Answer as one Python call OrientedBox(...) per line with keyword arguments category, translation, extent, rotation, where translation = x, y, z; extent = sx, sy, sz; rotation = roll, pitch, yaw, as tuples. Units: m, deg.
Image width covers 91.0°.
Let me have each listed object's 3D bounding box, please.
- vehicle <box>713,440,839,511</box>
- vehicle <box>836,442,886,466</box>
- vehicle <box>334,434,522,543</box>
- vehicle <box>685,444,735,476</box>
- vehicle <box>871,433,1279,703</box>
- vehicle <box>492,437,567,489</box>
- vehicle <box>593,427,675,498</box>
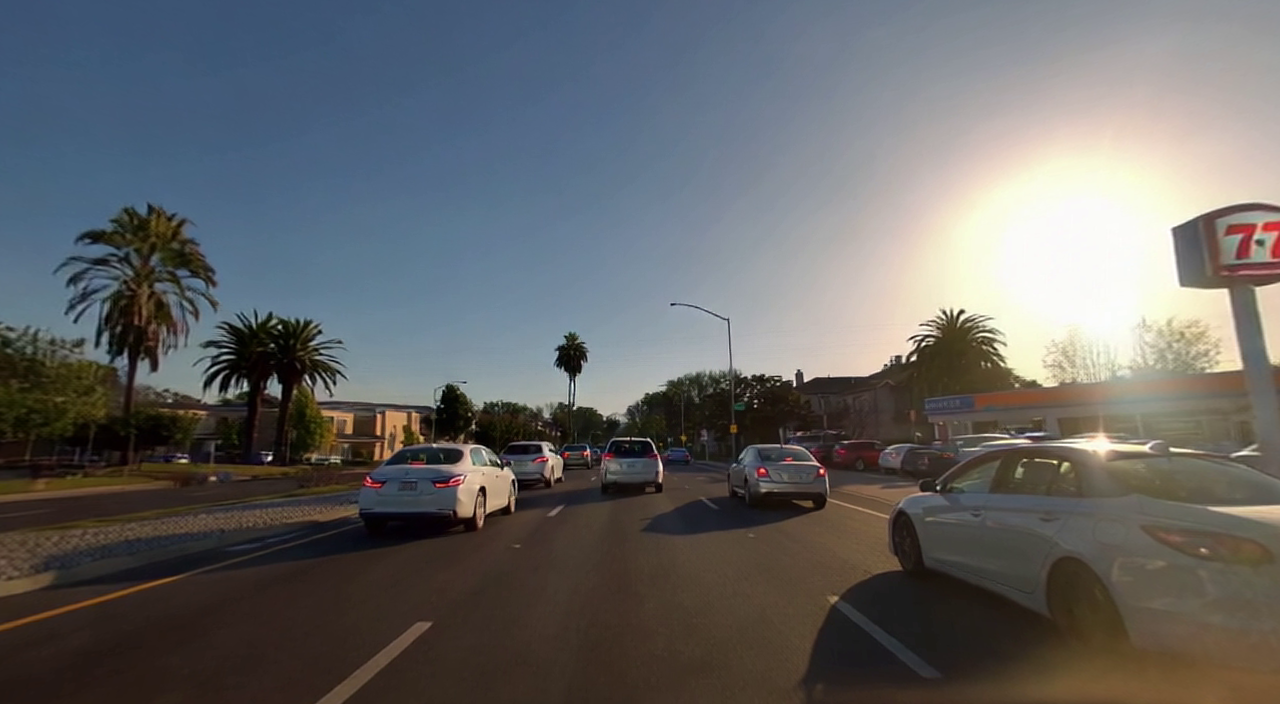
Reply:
OrientedBox(category="vehicle", translation=(3.168, 2.972, 15.740), extent=(1.977, 1.480, 4.589), rotation=(0, -8, -2))
OrientedBox(category="vehicle", translation=(13.741, 6.365, 39.338), extent=(1.833, 1.392, 3.588), rotation=(0, -8, 0))
OrientedBox(category="vehicle", translation=(-3.347, 2.209, 10.898), extent=(1.864, 1.505, 4.202), rotation=(0, -8, -1))
OrientedBox(category="vehicle", translation=(3.374, 5.307, 31.150), extent=(1.880, 1.476, 3.932), rotation=(0, -8, -2))
OrientedBox(category="vehicle", translation=(3.599, 1.402, 4.901), extent=(1.867, 1.448, 4.436), rotation=(0, -8, -1))
OrientedBox(category="vehicle", translation=(-3.845, 3.938, 22.710), extent=(1.932, 1.695, 4.235), rotation=(0, -8, 0))
OrientedBox(category="vehicle", translation=(-0.156, 3.246, 18.834), extent=(2.164, 1.867, 4.254), rotation=(0, -8, 0))
